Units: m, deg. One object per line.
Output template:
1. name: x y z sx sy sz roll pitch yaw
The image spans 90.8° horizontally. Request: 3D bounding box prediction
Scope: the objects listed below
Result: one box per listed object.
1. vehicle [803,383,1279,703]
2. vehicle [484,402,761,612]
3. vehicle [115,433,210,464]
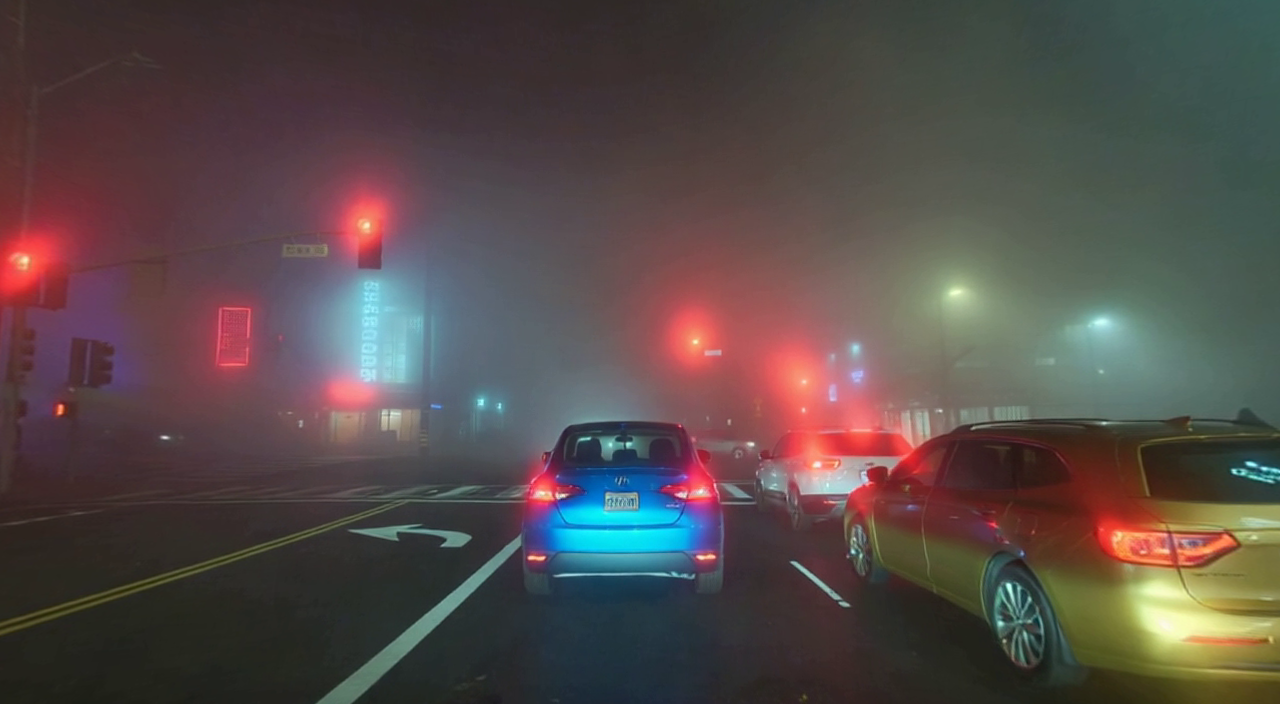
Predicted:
1. vehicle: 3.037 1.305 5.449 1.983 1.654 4.354 0 -8 -1
2. vehicle: -0.127 1.539 7.273 2.123 1.589 4.702 0 -8 0
3. vehicle: -25.797 5.228 34.175 4.253 1.570 2.132 -4 -9 23
